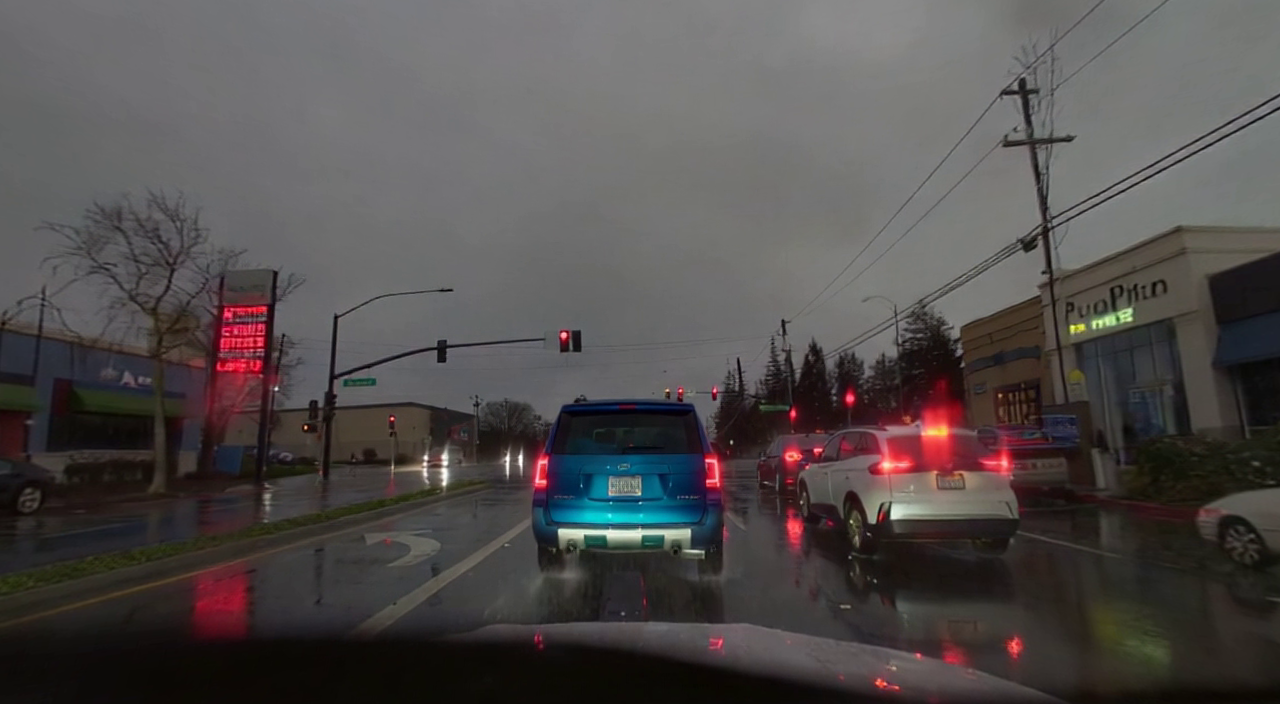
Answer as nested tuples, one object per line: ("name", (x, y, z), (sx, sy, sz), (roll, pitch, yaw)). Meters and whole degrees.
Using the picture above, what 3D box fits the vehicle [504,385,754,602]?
("vehicle", (-0.006, 1.534, 7.679), (2.154, 1.861, 4.280), (0, -8, 3))

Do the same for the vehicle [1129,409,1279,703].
("vehicle", (3.366, 0.730, 0.806), (1.884, 1.484, 4.609), (0, -8, 2))

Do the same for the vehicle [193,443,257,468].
("vehicle", (-27.456, 6.868, 41.846), (1.693, 1.563, 3.716), (0, -8, 0))

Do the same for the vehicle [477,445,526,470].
("vehicle", (-10.787, 8.258, 49.481), (2.224, 1.840, 5.290), (-1, -8, 5))

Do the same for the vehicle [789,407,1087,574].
("vehicle", (3.616, 1.759, 8.789), (2.036, 1.719, 4.318), (0, -8, 0))

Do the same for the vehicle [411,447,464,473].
("vehicle", (-14.458, 7.679, 45.300), (2.102, 1.737, 4.570), (0, -8, 3))
